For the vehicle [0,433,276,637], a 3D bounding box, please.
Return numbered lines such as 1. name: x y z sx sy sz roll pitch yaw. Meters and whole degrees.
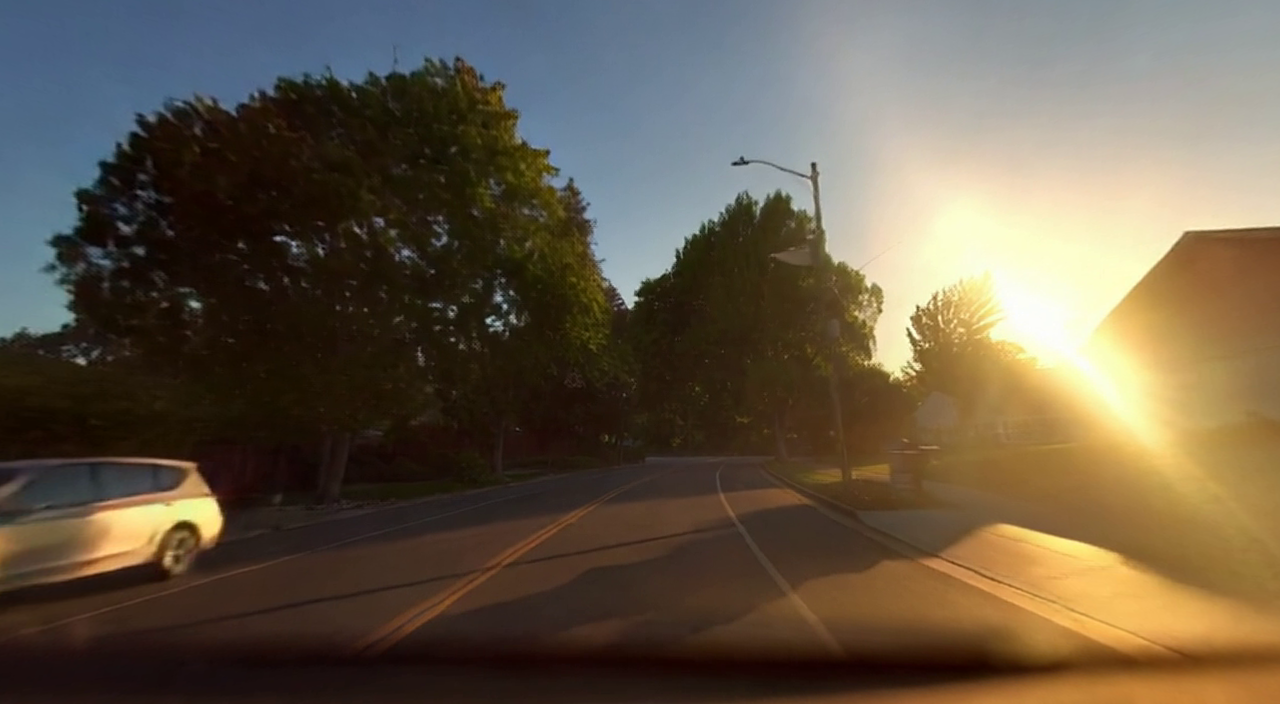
1. vehicle: -6.112 1.655 6.219 2.002 1.601 5.012 -2 -7 1
